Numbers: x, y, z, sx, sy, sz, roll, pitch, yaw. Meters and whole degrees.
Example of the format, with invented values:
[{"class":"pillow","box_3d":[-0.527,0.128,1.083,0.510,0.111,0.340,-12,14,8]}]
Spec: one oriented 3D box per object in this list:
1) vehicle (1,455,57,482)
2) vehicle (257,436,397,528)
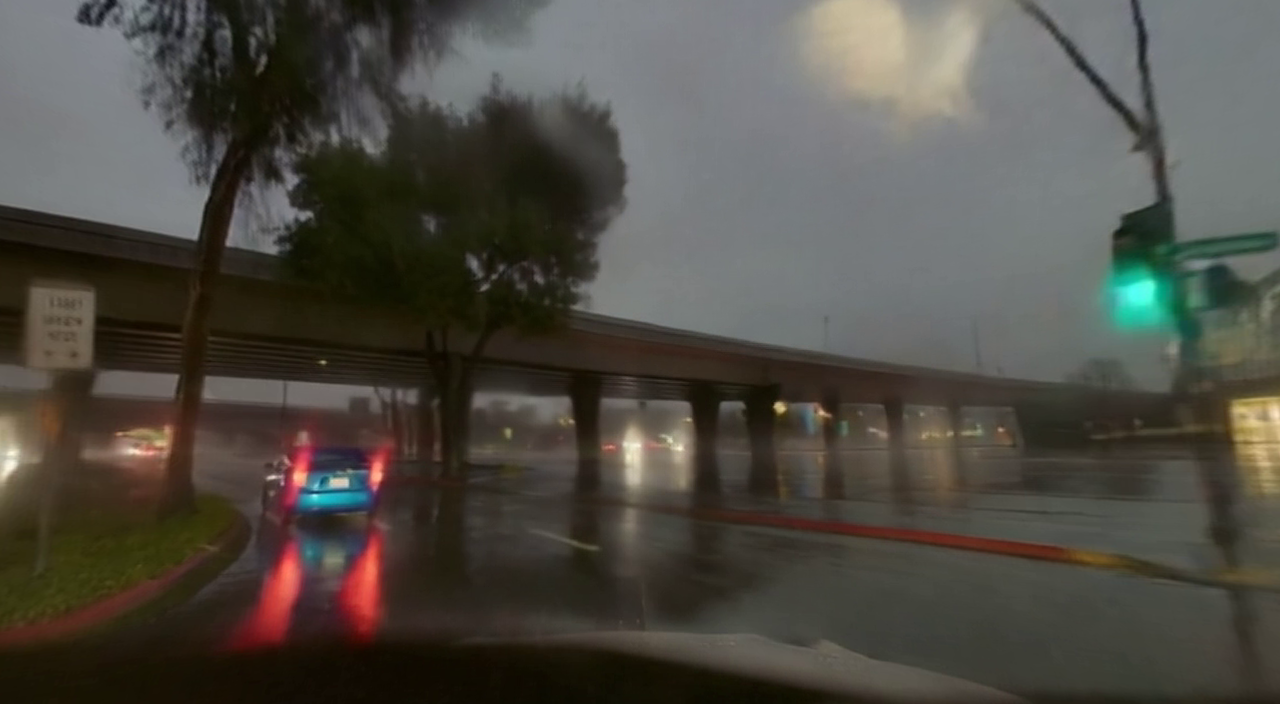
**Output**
[{"class":"vehicle","box_3d":[-38.706,7.324,39.978,2.009,1.523,4.641,7,-11,-38]},{"class":"vehicle","box_3d":[-6.615,2.576,13.118,1.976,1.584,3.772,6,-10,-34]}]
